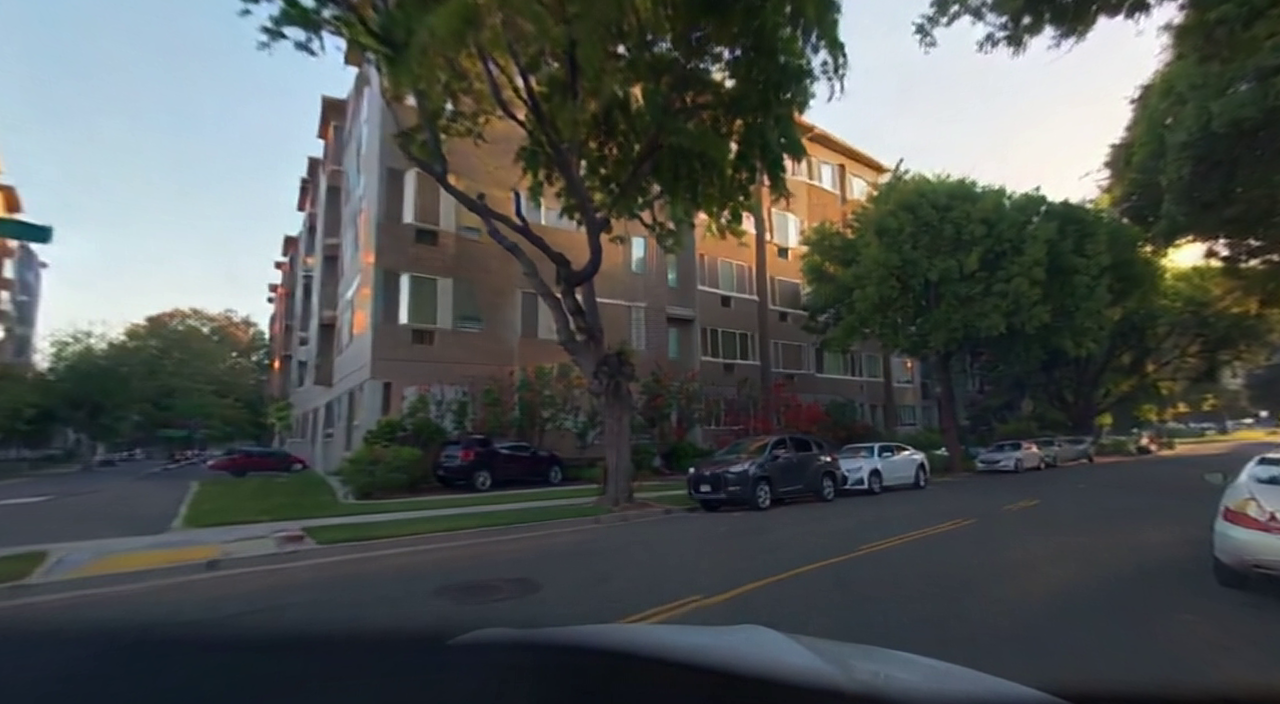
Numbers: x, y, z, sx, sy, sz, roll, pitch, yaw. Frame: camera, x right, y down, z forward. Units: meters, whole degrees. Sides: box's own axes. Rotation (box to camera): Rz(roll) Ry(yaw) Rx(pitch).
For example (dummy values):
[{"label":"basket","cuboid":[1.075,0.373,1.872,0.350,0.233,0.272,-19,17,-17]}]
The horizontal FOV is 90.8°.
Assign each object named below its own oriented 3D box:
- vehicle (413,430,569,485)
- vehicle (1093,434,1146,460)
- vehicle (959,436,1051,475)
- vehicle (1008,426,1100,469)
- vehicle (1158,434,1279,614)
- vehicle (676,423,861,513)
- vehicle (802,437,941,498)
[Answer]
[{"label":"vehicle","cuboid":[-4.402,3.194,19.489,1.812,1.458,4.714,-5,-10,32]},{"label":"vehicle","cuboid":[30.532,6.021,40.181,1.939,1.513,4.401,-8,-12,44]},{"label":"vehicle","cuboid":[15.233,4.277,26.287,4.313,1.463,1.921,7,-11,-41]},{"label":"vehicle","cuboid":[20.067,4.583,30.479,5.791,1.869,2.229,6,-12,-43]},{"label":"vehicle","cuboid":[7.050,1.575,6.428,4.634,1.424,1.966,8,-11,-42]},{"label":"vehicle","cuboid":[3.128,2.629,14.825,4.584,1.744,1.946,8,-12,-44]},{"label":"vehicle","cuboid":[6.781,3.228,18.201,1.902,1.478,4.696,-9,-11,44]}]
